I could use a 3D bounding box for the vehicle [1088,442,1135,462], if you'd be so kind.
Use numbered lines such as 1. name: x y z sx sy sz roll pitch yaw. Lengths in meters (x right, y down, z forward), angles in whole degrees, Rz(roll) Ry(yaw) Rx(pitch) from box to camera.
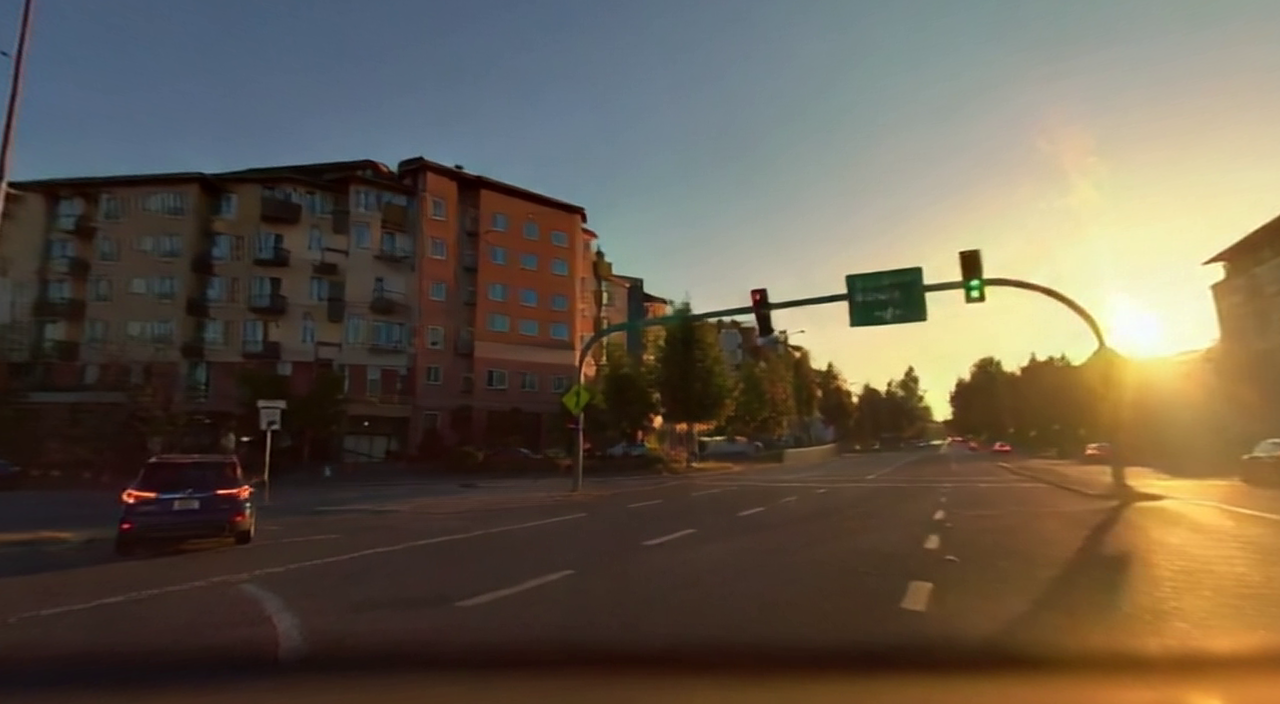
1. vehicle: 36.222 7.657 48.217 1.931 1.475 4.092 -5 -10 24

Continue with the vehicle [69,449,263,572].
1. vehicle: -7.455 2.358 10.119 2.014 1.525 3.670 5 -11 -34
